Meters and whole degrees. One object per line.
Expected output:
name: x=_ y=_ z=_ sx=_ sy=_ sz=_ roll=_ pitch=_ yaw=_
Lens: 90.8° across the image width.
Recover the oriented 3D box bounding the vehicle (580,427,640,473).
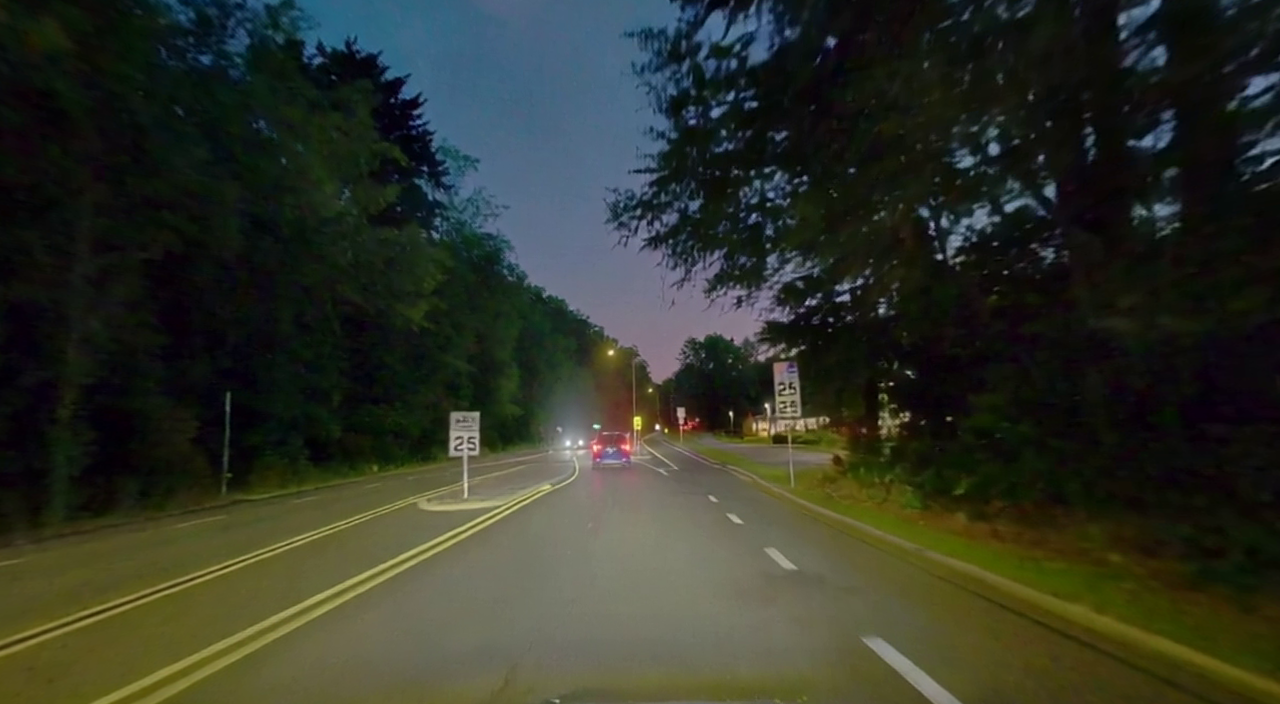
vehicle: x=-1.259 y=3.949 z=25.681 sx=2.216 sy=1.708 sz=4.110 roll=0 pitch=-8 yaw=-4
